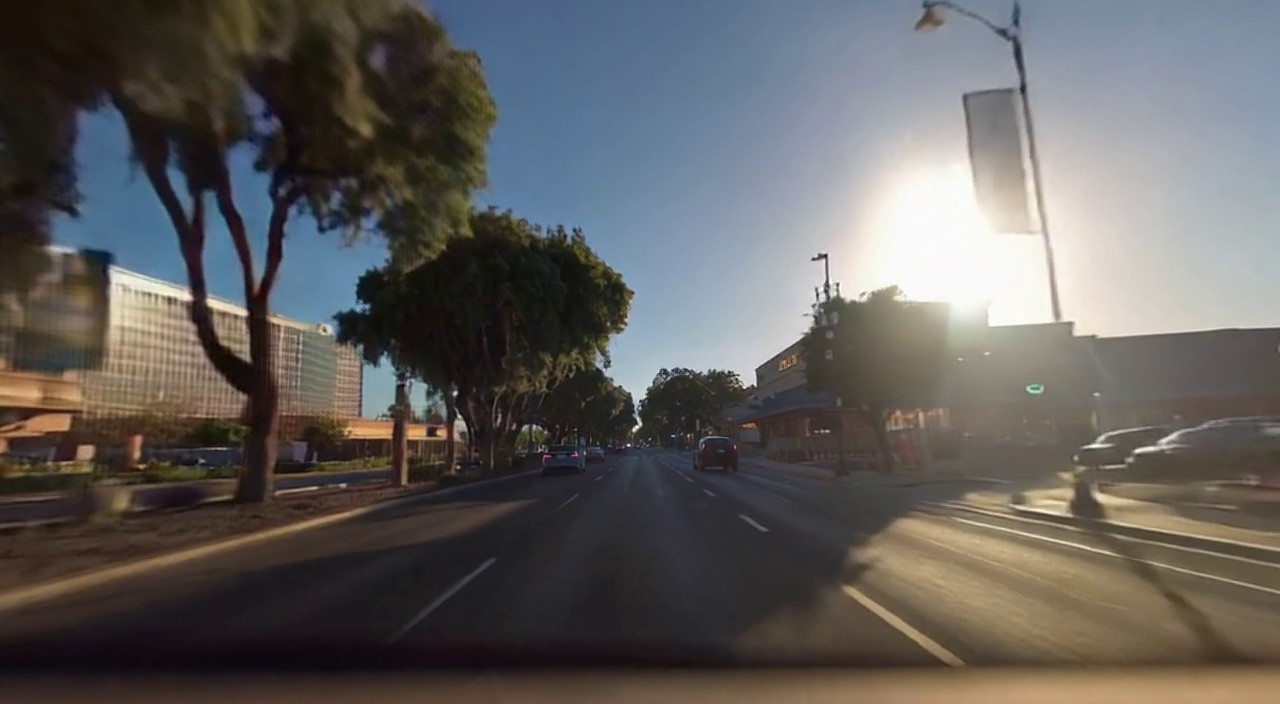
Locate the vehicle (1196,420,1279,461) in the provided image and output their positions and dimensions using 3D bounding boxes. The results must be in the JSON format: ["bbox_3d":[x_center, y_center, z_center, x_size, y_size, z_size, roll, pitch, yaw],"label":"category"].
[{"bbox_3d":[23.642,3.293,23.458,1.769,1.445,4.333,0,-8,-2],"label":"vehicle"}]

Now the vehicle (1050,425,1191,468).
[{"bbox_3d":[17.649,3.504,23.424,1.830,1.444,4.386,0,-8,1],"label":"vehicle"}]

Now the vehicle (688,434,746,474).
[{"bbox_3d":[3.518,4.742,29.456,2.083,1.743,4.354,0,-8,-1],"label":"vehicle"}]

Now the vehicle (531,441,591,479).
[{"bbox_3d":[-3.331,4.635,27.288,2.005,1.477,4.169,0,-8,0],"label":"vehicle"}]
